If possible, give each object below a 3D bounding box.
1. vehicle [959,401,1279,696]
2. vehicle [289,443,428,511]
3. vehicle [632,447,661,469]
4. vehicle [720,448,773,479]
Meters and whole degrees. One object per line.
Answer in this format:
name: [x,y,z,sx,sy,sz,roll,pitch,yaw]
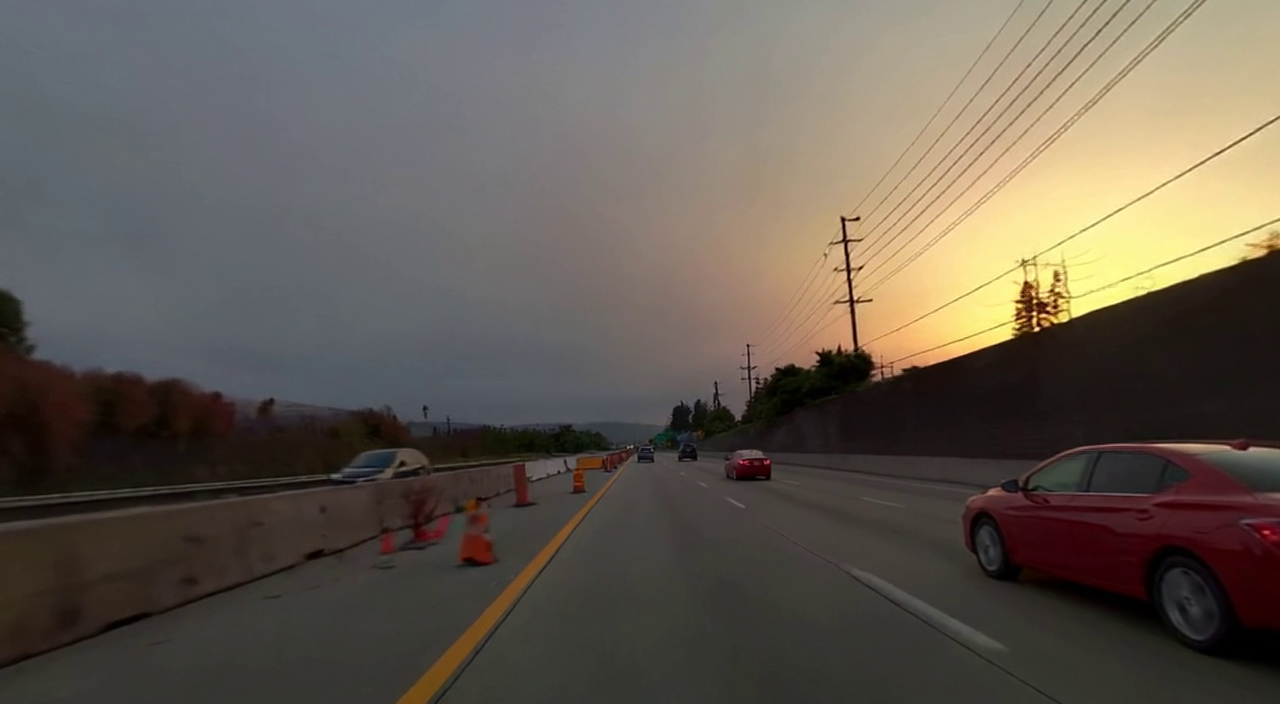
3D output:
vehicle: [4.438,1.210,4.474,1.997,1.568,4.529,0,-8,0]
vehicle: [-7.401,3.279,17.073,1.888,1.605,3.922,0,-8,1]
vehicle: [0.444,8.120,48.351,2.096,1.583,4.150,0,-8,-1]
vehicle: [5.250,5.530,31.507,1.881,1.409,4.016,0,-8,-1]
